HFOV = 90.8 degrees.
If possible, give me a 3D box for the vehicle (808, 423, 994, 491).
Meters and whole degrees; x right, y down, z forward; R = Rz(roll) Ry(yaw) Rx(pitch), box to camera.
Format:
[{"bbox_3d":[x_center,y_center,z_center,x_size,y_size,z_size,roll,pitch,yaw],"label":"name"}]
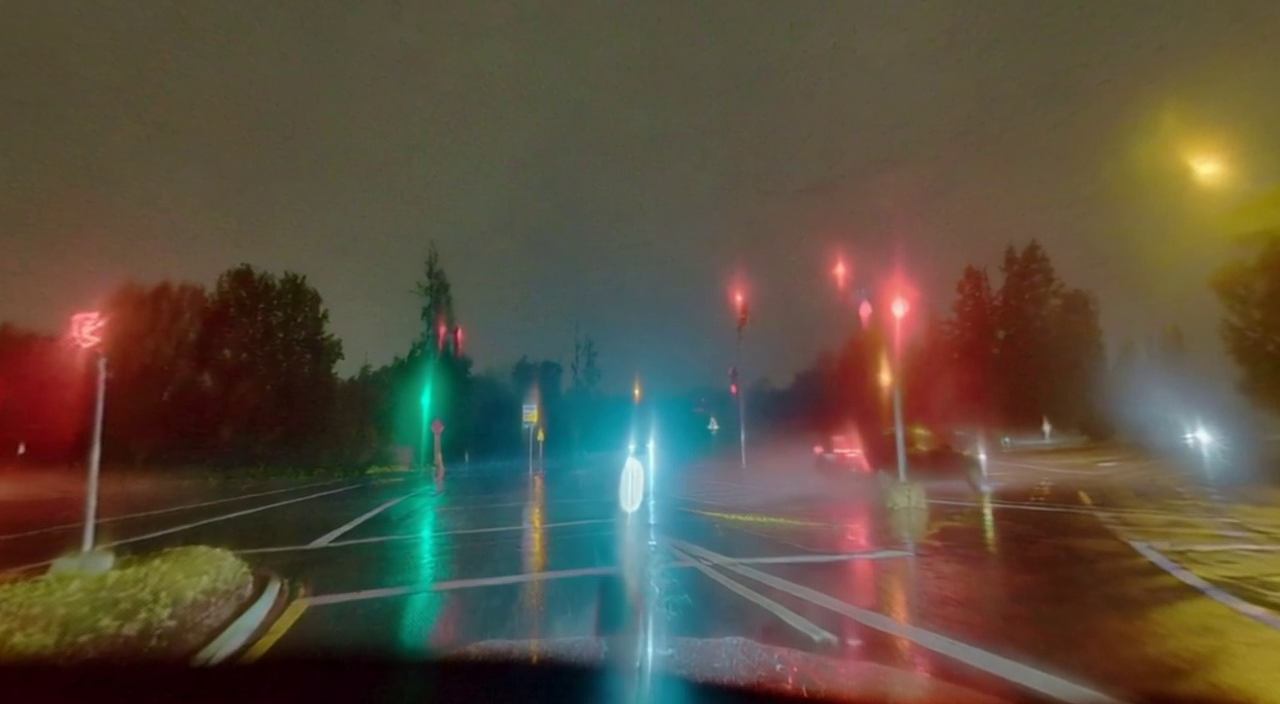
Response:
[{"bbox_3d":[6.985,2.759,16.916,4.545,1.602,2.014,4,-9,-26],"label":"vehicle"}]
